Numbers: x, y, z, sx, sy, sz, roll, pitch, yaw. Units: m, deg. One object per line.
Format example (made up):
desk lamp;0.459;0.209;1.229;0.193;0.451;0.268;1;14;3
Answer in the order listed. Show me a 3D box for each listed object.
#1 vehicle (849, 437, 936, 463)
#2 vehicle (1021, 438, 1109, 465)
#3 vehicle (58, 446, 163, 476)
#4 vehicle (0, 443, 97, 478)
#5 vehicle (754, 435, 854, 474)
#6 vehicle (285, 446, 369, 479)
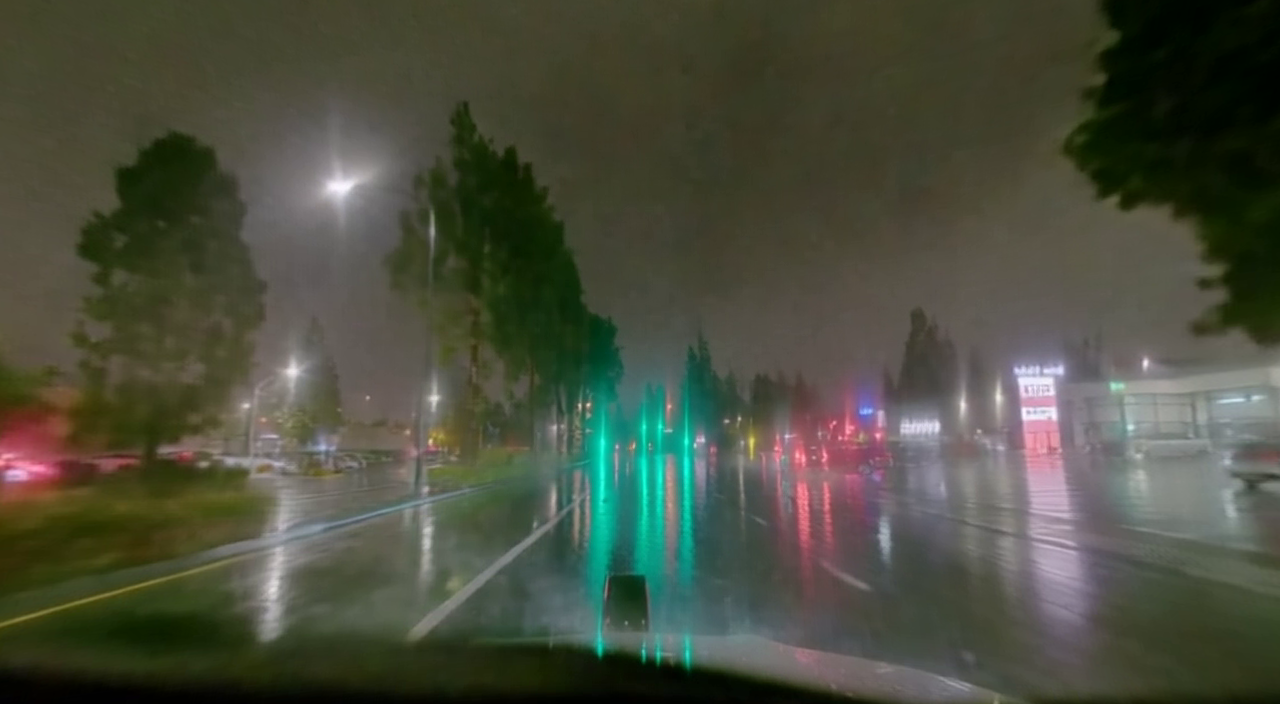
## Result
vehicle;16.982;6.612;42.545;4.897;1.739;2.259;0;-9;2
vehicle;29.527;6.905;43.918;4.641;1.816;1.954;0;-9;3
vehicle;-32.353;6.665;38.629;4.557;1.773;2.018;0;-9;1
vehicle;-32.107;5.770;33.339;4.718;1.644;2.287;-2;-9;2
vehicle;9.427;5.868;36.276;5.329;2.114;2.325;-3;-9;19
vehicle;-18.938;6.695;38.466;2.317;1.830;5.142;0;-9;2
